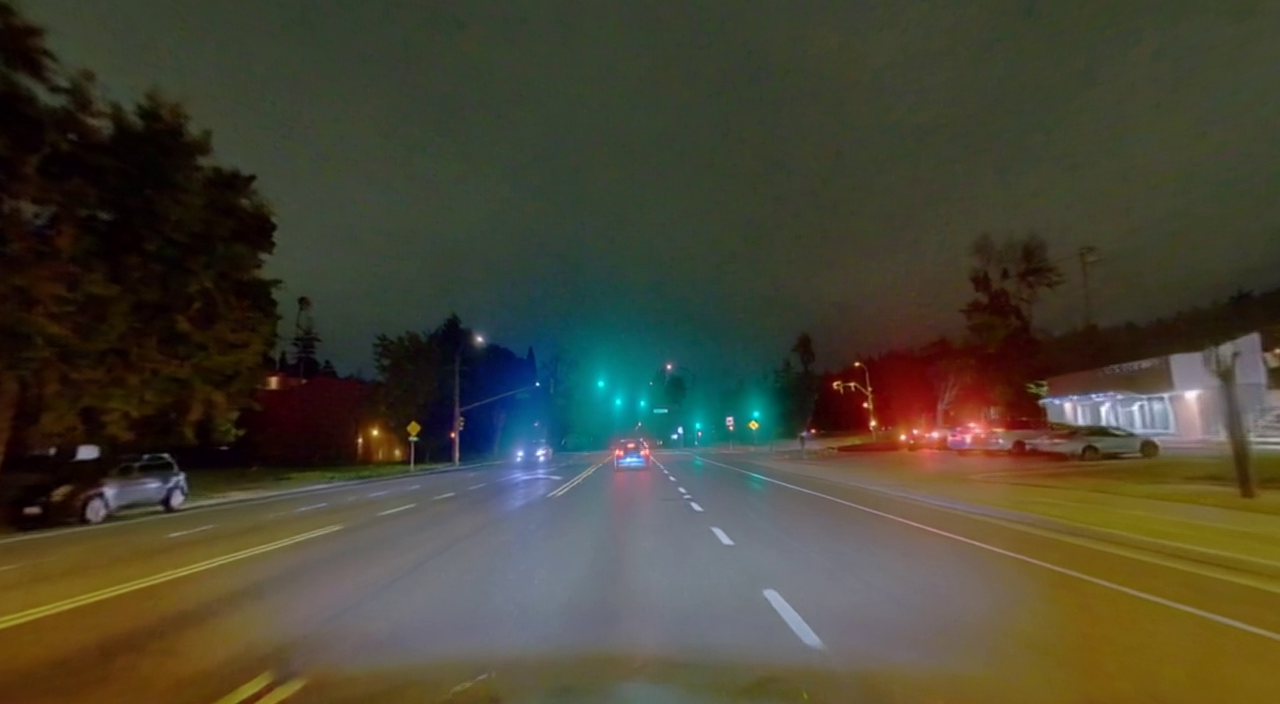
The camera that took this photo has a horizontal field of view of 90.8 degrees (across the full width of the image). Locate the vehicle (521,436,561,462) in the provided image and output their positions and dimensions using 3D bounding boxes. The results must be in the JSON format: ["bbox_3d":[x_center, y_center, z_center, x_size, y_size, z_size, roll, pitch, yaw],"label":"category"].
[{"bbox_3d":[-7.026,6.981,45.372,2.117,1.756,4.375,0,-9,0],"label":"vehicle"}]

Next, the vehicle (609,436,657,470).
[{"bbox_3d":[-0.300,4.689,29.498,2.104,1.462,3.991,0,-9,0],"label":"vehicle"}]

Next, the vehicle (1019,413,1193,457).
[{"bbox_3d":[16.681,3.003,22.823,4.658,1.495,1.978,0,-9,1],"label":"vehicle"}]

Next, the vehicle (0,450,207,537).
[{"bbox_3d":[-12.980,3.245,15.201,1.957,1.754,4.393,0,-9,0],"label":"vehicle"}]
